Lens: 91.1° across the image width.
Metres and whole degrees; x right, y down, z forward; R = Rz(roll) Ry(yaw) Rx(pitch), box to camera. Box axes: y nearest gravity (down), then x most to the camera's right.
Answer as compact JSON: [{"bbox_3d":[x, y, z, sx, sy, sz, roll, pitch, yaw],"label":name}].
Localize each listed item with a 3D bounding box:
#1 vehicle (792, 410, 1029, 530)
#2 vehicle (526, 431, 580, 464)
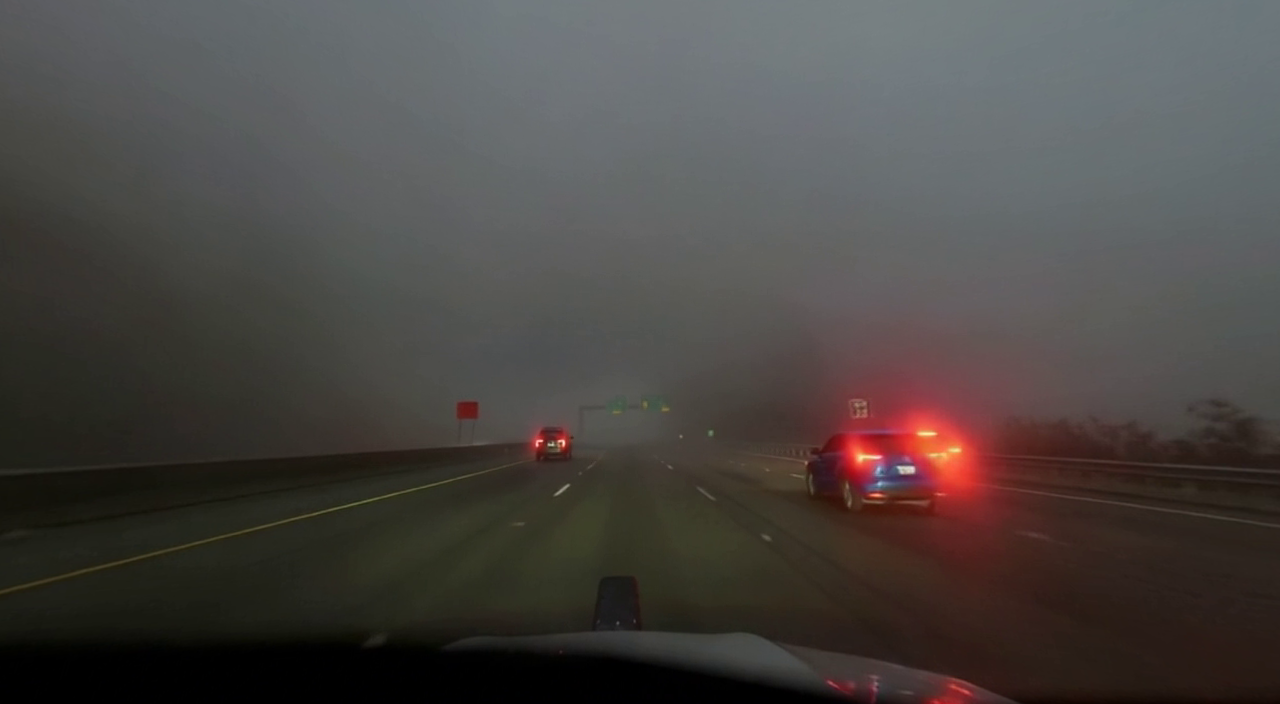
[{"bbox_3d":[4.099,1.845,10.427,2.011,1.576,4.060,0,-8,-2],"label":"vehicle"},{"bbox_3d":[-4.070,4.525,30.043,2.032,1.465,4.316,0,-8,-1],"label":"vehicle"}]
